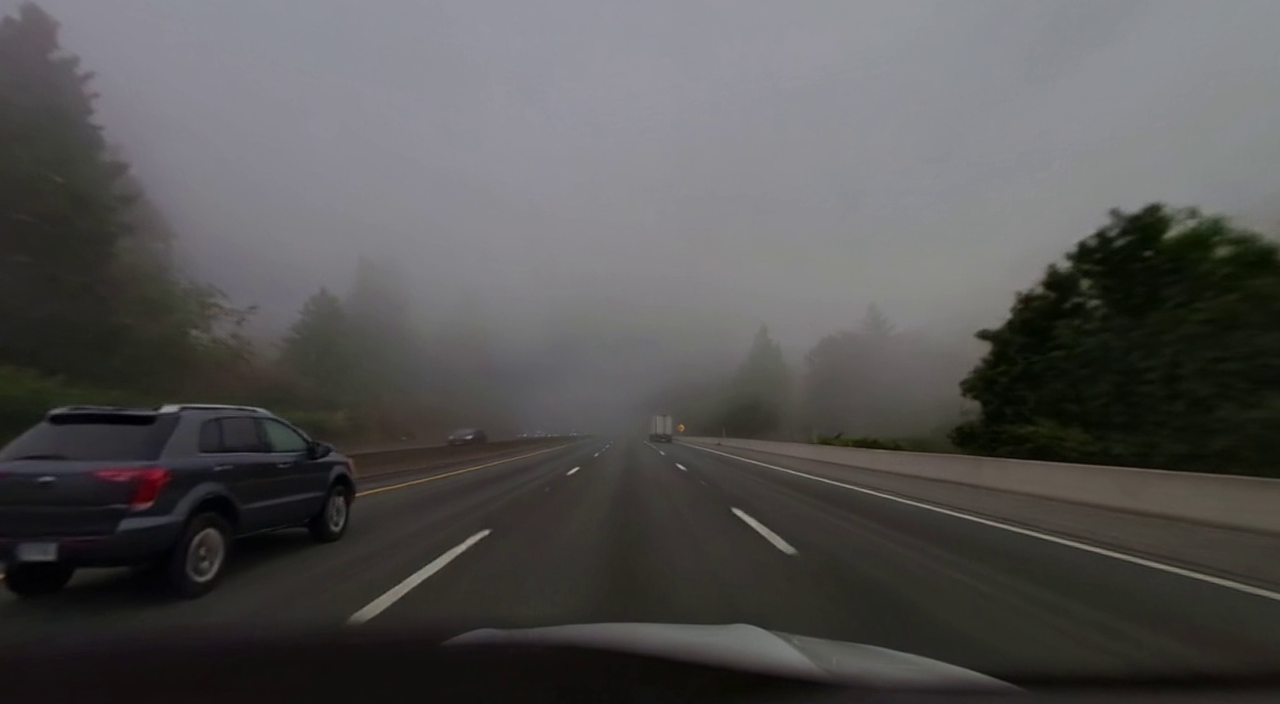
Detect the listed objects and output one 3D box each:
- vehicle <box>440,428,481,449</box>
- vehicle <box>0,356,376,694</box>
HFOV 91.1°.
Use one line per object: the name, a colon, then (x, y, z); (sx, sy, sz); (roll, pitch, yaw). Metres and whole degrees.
vehicle: (-13.502, 6.520, 47.573); (1.854, 1.497, 4.252); (0, -8, -1)
vehicle: (-3.971, 1.076, 5.032); (2.000, 1.620, 3.929); (0, -8, 0)
